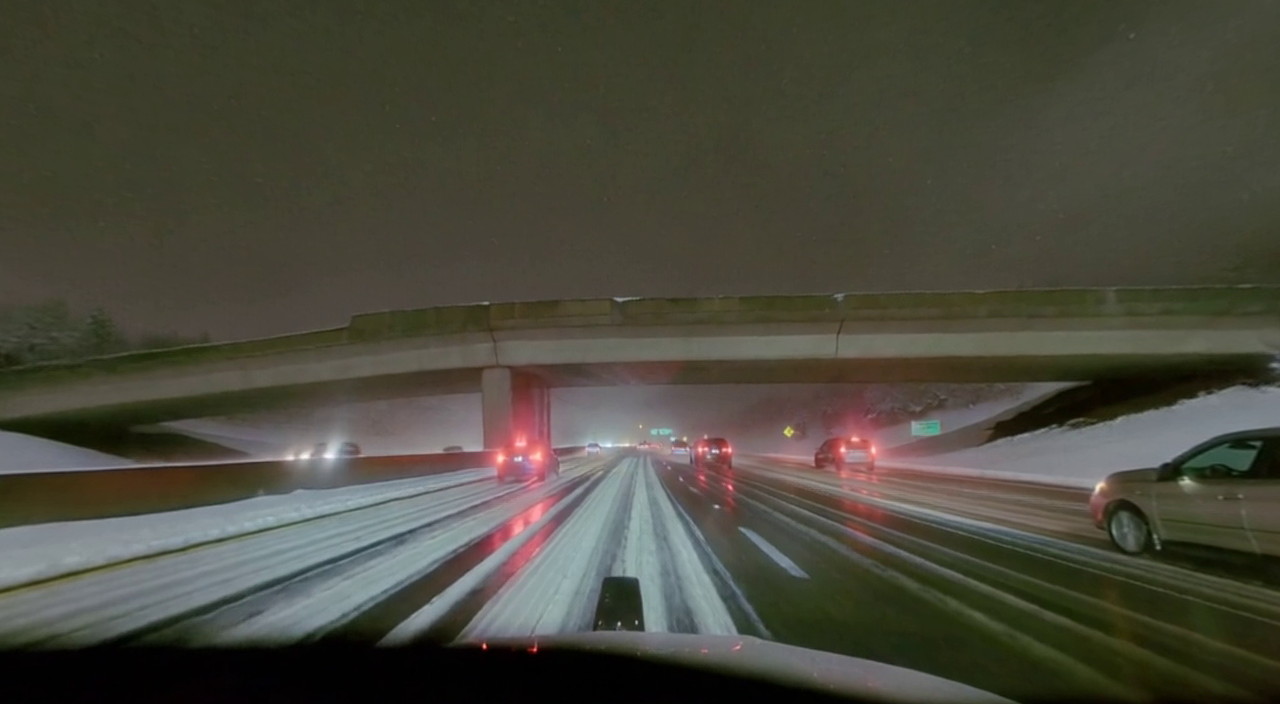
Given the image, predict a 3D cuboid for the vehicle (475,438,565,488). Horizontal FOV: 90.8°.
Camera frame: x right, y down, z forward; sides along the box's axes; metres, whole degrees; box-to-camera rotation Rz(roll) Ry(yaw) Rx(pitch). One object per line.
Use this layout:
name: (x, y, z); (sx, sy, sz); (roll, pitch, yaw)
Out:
vehicle: (-3.902, 3.669, 21.338); (1.997, 1.476, 4.703); (0, -8, 2)

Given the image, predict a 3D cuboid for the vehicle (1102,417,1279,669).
vehicle: (4.731, 1.016, 2.957); (1.989, 1.472, 4.322); (0, -8, 3)

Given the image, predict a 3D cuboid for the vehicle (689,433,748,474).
vehicle: (3.514, 4.652, 29.113); (2.072, 1.761, 4.242); (0, -8, -2)

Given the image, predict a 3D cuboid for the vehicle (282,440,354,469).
vehicle: (-18.878, 6.000, 37.258); (2.124, 1.591, 4.419); (0, -8, -3)
